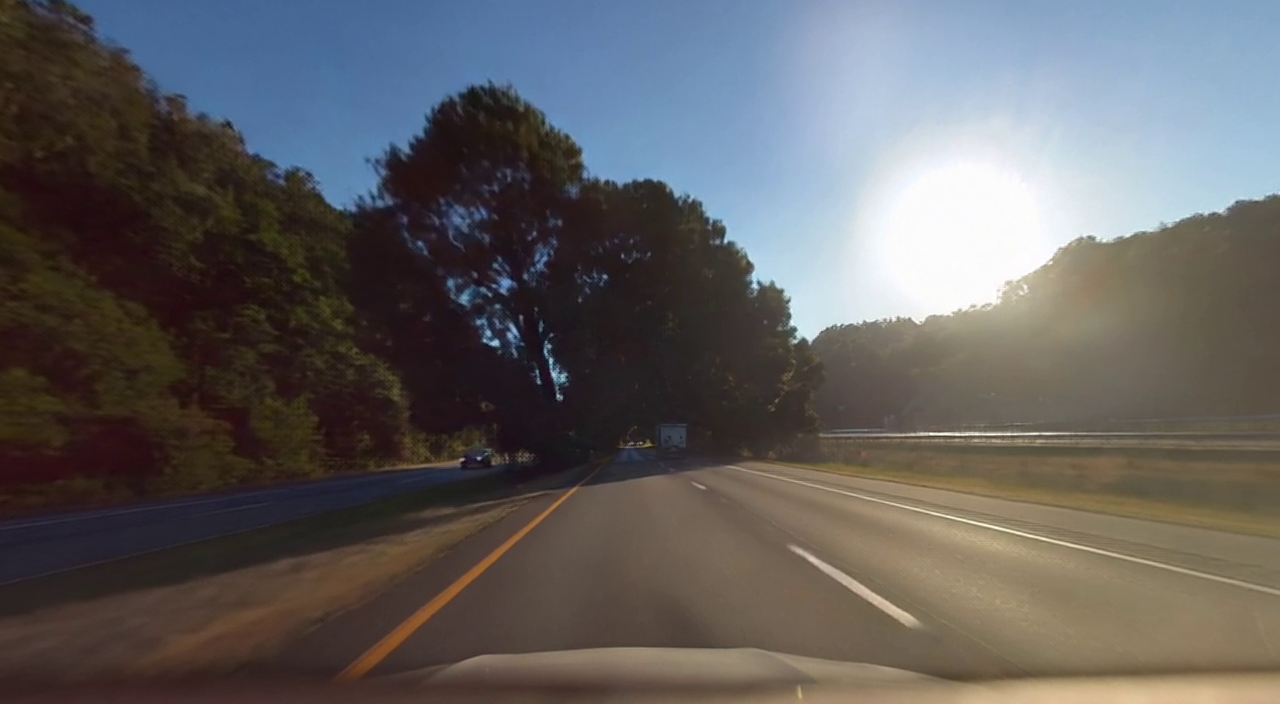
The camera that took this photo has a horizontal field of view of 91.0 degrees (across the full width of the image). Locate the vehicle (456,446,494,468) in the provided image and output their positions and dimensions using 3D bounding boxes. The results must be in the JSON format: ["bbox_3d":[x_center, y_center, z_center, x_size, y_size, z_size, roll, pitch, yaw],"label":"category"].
[{"bbox_3d":[-13.079,8.319,49.984,1.989,1.612,3.884,0,-8,-1],"label":"vehicle"}]
